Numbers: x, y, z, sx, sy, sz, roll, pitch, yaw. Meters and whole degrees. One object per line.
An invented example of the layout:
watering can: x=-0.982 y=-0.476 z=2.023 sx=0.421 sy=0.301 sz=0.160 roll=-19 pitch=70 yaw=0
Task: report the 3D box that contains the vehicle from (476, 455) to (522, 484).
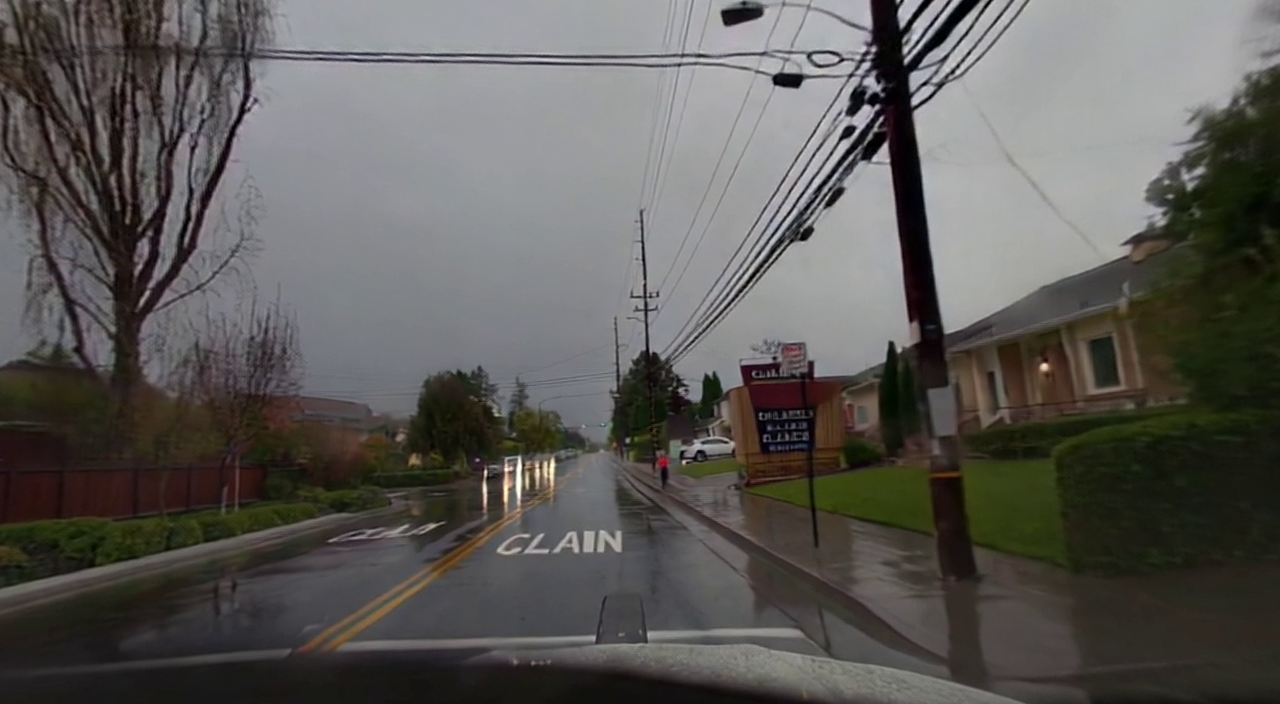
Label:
vehicle: x=-9.384 y=7.826 z=42.418 sx=2.203 sy=1.787 sz=4.704 roll=0 pitch=-9 yaw=-3
